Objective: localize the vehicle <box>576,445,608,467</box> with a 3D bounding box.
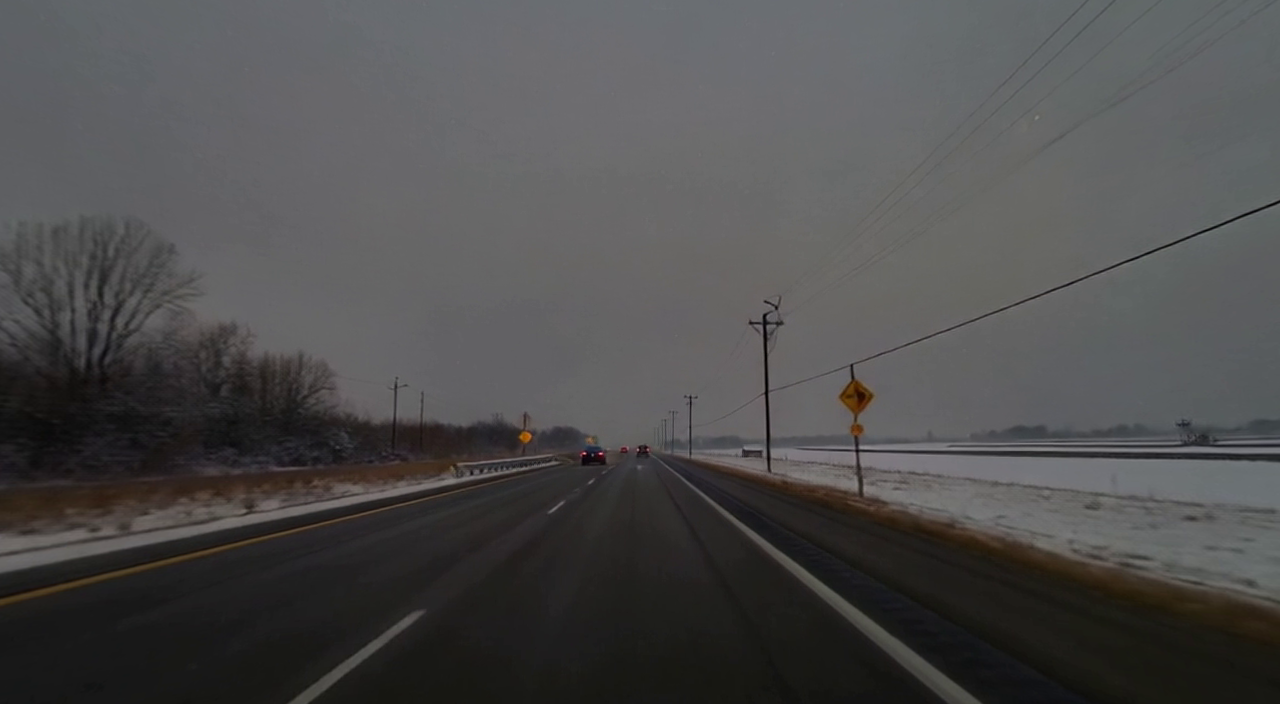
[{"bbox_3d":[-3.612,7.946,48.259,2.120,1.597,4.810,0,-9,0],"label":"vehicle"}]
